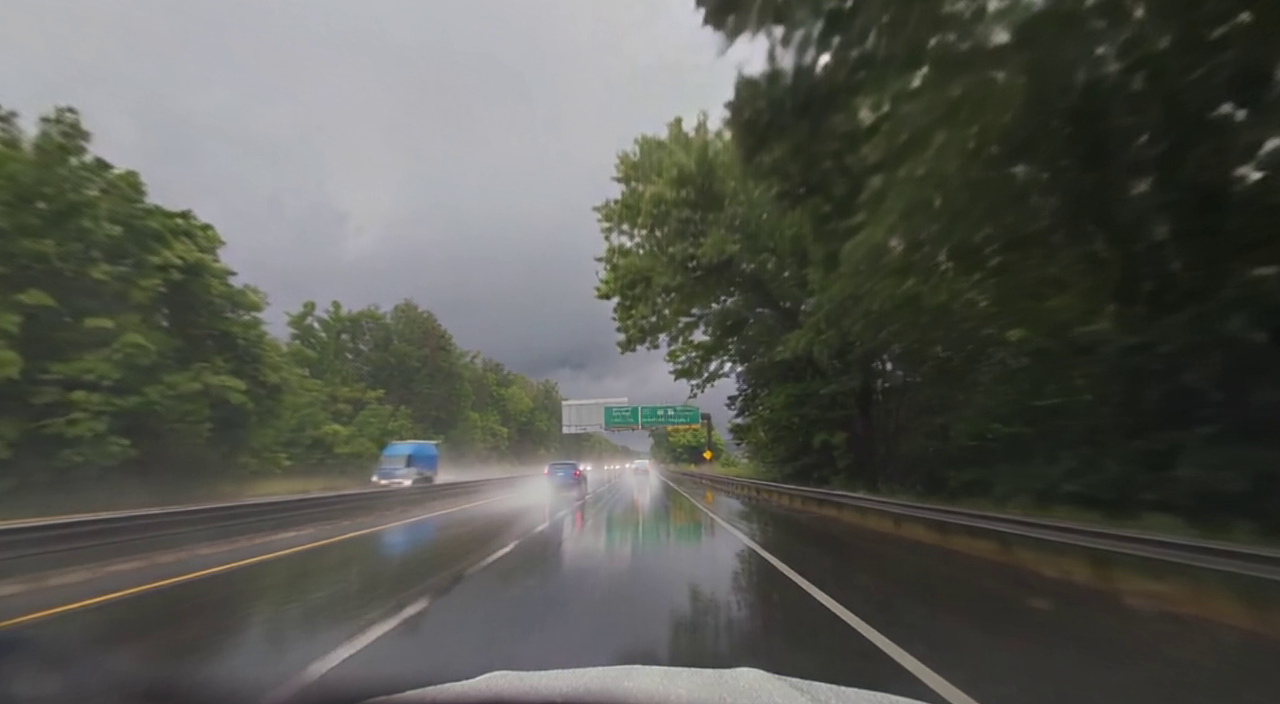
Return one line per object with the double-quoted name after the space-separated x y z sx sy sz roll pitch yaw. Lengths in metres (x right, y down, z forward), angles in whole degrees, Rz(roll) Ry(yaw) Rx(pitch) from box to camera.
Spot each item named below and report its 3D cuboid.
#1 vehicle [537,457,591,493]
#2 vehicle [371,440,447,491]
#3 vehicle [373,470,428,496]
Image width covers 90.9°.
-3.723 6.119 31.487 2.081 1.586 4.245 0 -10 1 "vehicle"
-17.268 8.600 47.744 2.776 3.469 7.357 0 -10 1 "vehicle"
-13.647 7.459 36.076 1.628 1.379 3.634 0 -10 1 "vehicle"
